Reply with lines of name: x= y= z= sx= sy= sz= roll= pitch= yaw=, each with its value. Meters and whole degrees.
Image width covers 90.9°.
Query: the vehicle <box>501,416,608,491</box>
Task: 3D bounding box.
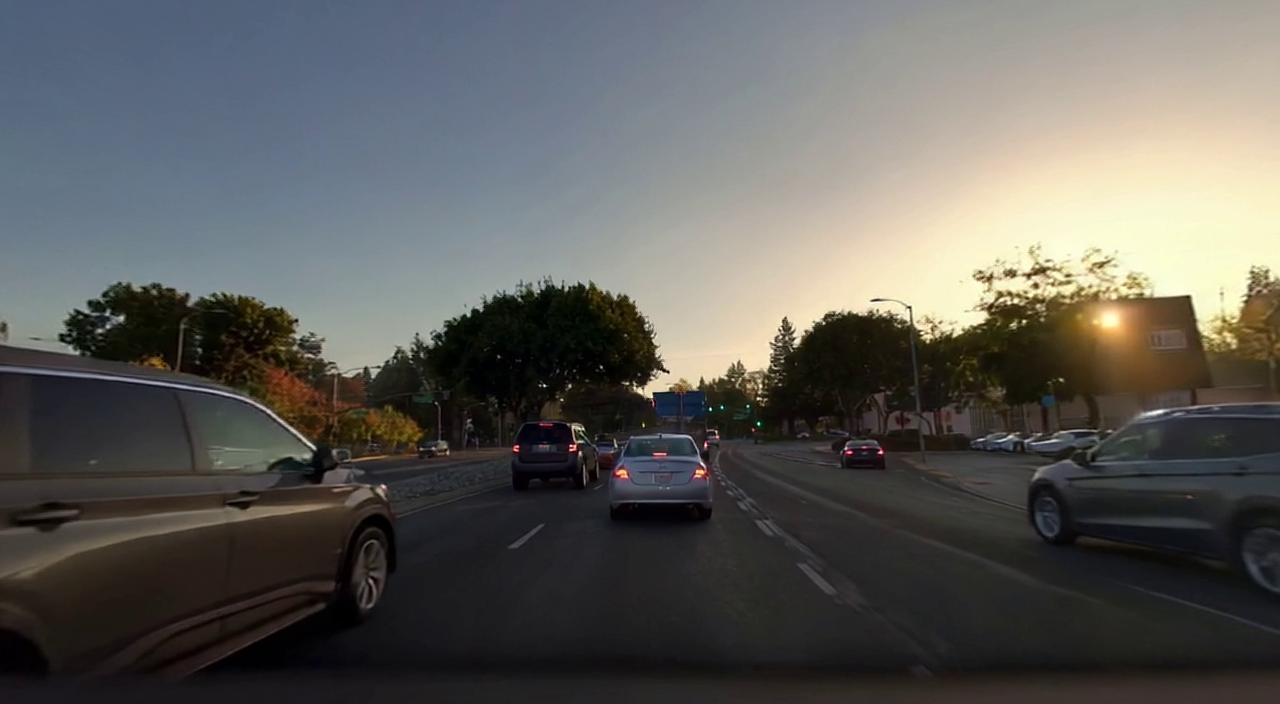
vehicle: x=-2.370 y=3.028 z=19.113 sx=2.289 sy=1.935 sz=5.227 roll=0 pitch=-8 yaw=2

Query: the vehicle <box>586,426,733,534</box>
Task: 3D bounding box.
vehicle: x=0.250 y=2.105 z=10.953 sx=2.061 sy=1.494 sz=4.079 roll=0 pitch=-8 yaw=-1

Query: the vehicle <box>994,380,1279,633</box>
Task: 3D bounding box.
vehicle: x=5.689 y=1.291 z=5.768 sx=2.141 sy=1.794 sz=4.933 roll=0 pitch=-8 yaw=2

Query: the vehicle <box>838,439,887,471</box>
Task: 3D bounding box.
vehicle: x=11.424 y=5.294 z=32.652 sx=1.900 sy=1.507 sz=4.151 roll=-2 pitch=-9 yaw=13

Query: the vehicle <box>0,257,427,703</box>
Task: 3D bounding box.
vehicle: x=-3.015 y=0.821 z=3.206 sx=2.124 sy=1.829 sz=4.799 roll=0 pitch=-8 yaw=1
